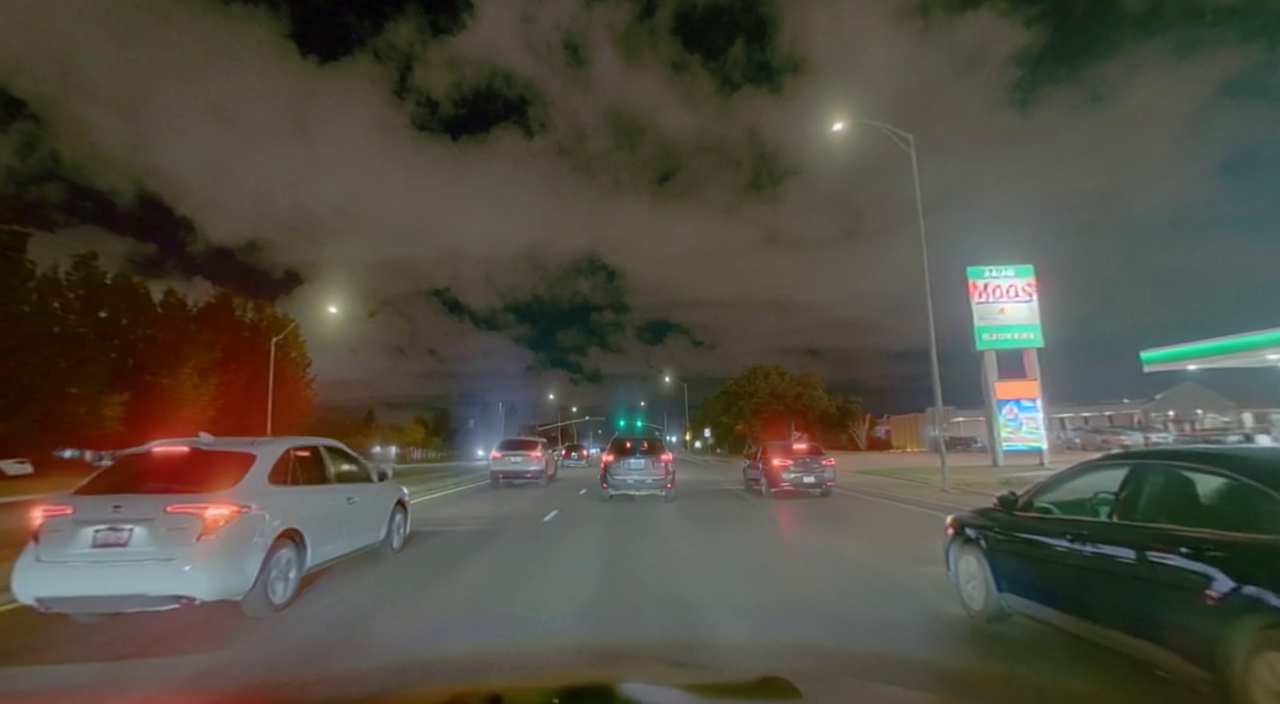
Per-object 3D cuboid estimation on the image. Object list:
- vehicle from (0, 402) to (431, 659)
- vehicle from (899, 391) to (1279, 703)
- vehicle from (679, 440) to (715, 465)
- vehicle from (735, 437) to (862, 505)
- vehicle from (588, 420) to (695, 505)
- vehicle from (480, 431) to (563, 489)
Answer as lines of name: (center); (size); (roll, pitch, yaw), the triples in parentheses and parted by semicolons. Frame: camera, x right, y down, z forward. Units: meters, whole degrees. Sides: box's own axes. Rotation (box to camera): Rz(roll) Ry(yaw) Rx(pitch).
vehicle: (-3.602, 1.401, 5.995); (1.864, 1.574, 4.031); (0, -8, 0)
vehicle: (3.263, 1.019, 3.131); (1.976, 1.492, 4.436); (0, -8, -1)
vehicle: (3.738, 6.631, 41.903); (1.926, 1.522, 3.852); (0, -8, -2)
vehicle: (3.775, 2.905, 15.970); (1.888, 1.456, 4.589); (0, -8, -2)
vehicle: (0.015, 2.672, 15.686); (2.279, 1.803, 4.254); (0, -8, 0)
vehicle: (-3.787, 3.534, 20.936); (1.932, 1.695, 4.150); (0, -8, 0)
